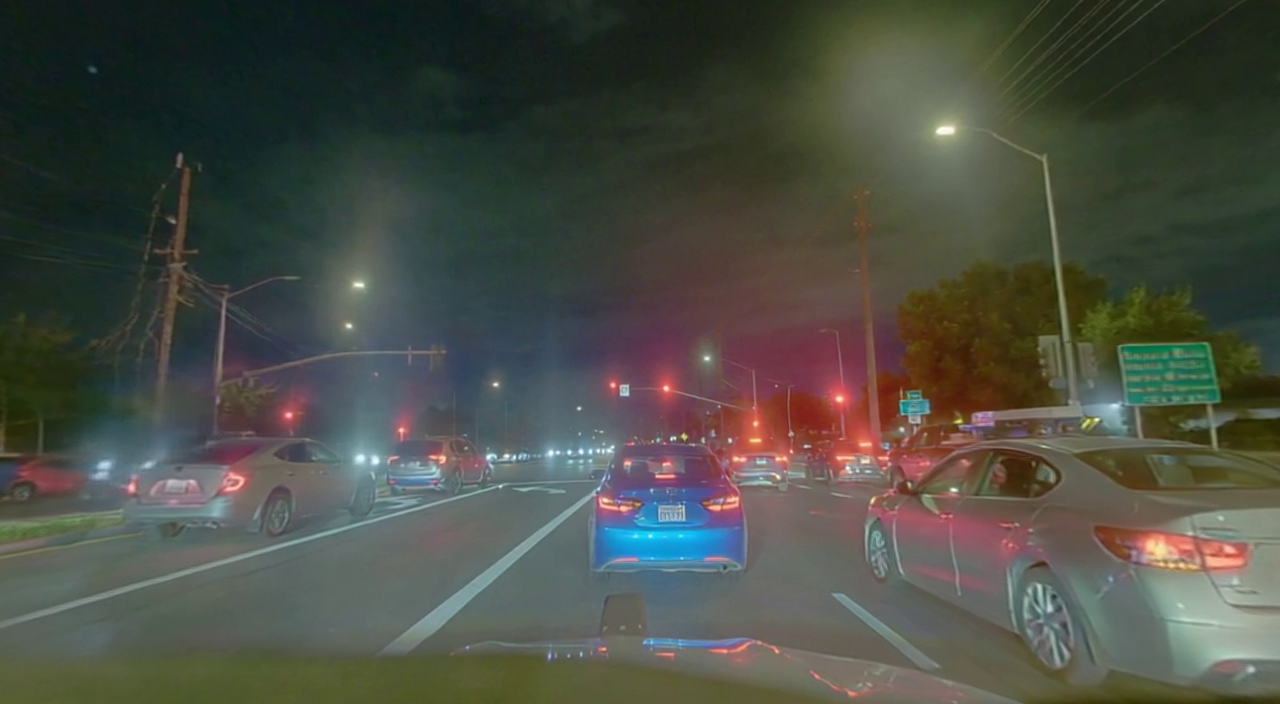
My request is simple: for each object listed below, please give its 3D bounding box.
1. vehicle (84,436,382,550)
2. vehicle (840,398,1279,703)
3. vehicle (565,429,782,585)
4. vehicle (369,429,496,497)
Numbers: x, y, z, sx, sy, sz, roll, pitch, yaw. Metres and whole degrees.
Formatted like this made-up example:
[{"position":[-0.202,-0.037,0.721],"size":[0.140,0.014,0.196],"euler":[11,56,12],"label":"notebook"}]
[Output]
[{"position":[-6.413,2.224,10.813],"size":[1.955,1.497,4.639],"euler":[-1,-8,1],"label":"vehicle"},{"position":[3.137,1.255,4.795],"size":[1.870,1.523,4.096],"euler":[0,-8,0],"label":"vehicle"},{"position":[0.317,1.802,8.196],"size":[2.109,1.483,3.964],"euler":[0,-8,0],"label":"vehicle"},{"position":[-6.261,3.406,19.832],"size":[2.070,1.824,5.196],"euler":[-1,-8,2],"label":"vehicle"}]
